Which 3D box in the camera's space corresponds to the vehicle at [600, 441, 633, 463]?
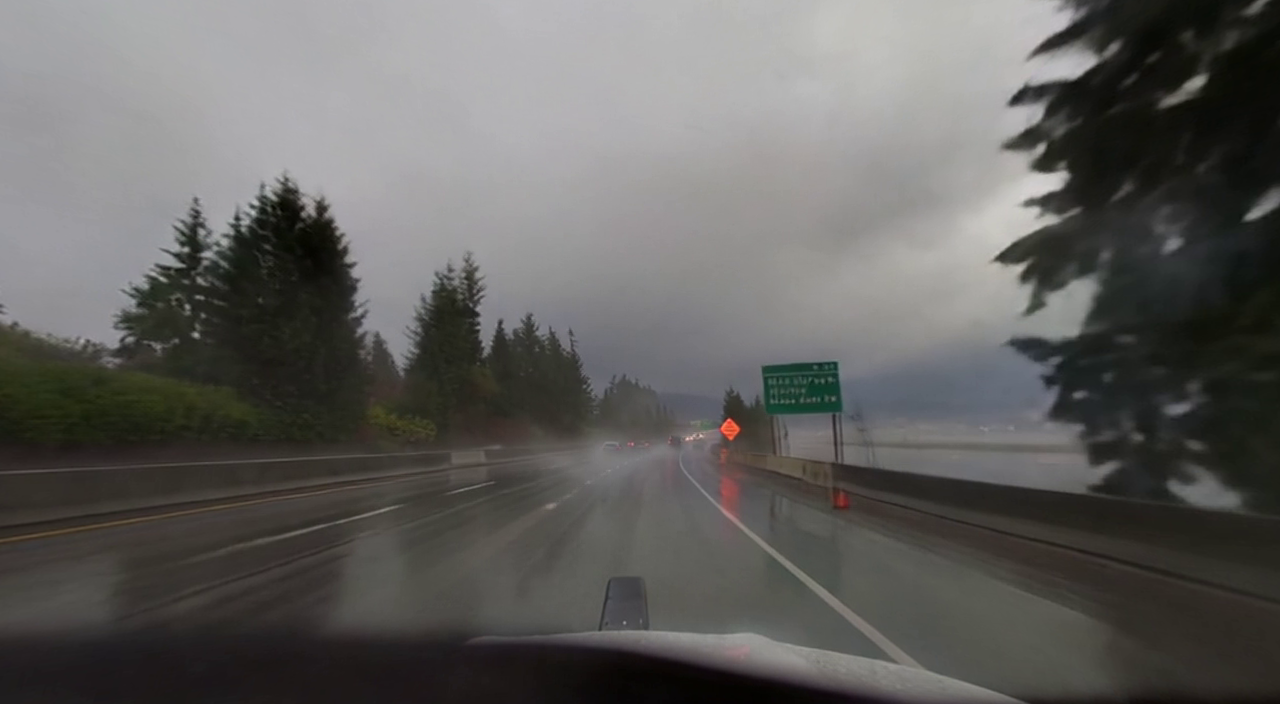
[{"bbox_3d":[-1.652,7.232,45.848,2.118,1.475,4.263,0,-8,1],"label":"vehicle"}]
